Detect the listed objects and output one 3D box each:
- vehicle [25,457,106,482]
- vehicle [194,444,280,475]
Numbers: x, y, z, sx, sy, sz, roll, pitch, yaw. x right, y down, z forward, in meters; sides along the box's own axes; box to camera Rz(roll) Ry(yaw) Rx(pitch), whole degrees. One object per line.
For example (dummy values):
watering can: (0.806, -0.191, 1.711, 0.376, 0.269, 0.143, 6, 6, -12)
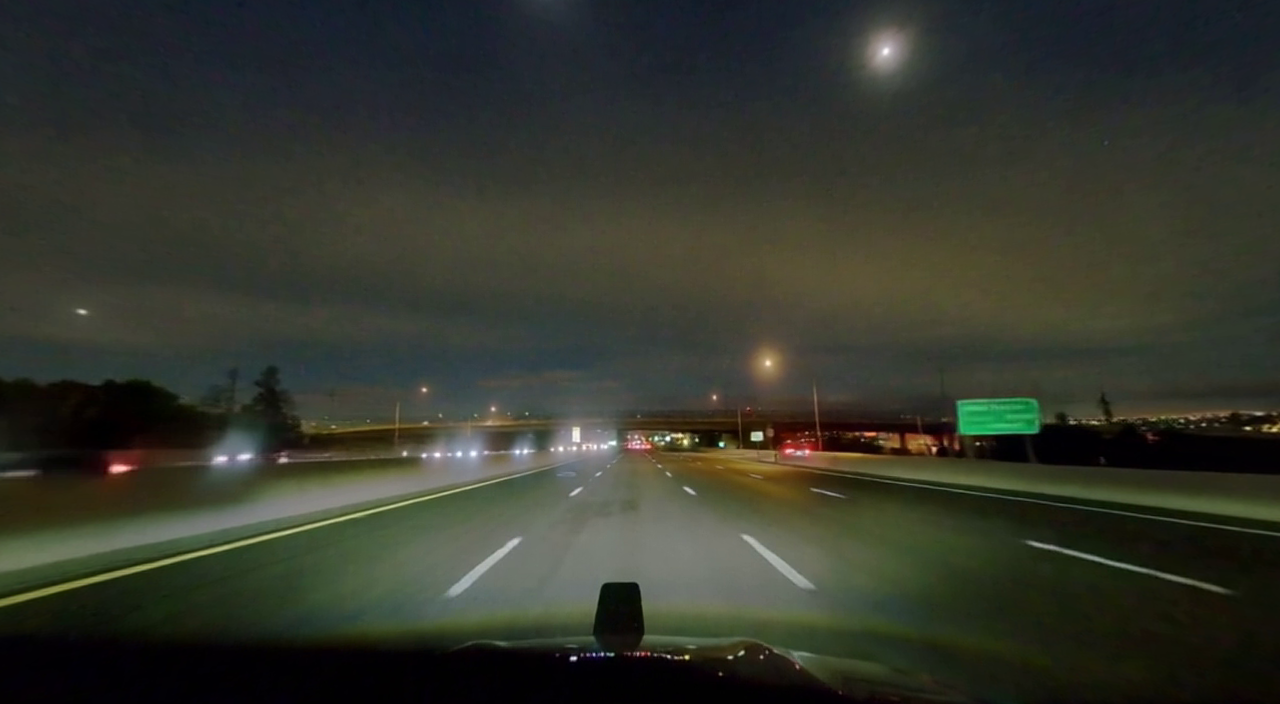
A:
vehicle: (-44.841, 9.149, 49.458, 2.358, 1.731, 4.719, 1, -9, -9)
vehicle: (-24.050, 6.430, 37.979, 2.013, 1.700, 4.797, 0, -9, 0)
